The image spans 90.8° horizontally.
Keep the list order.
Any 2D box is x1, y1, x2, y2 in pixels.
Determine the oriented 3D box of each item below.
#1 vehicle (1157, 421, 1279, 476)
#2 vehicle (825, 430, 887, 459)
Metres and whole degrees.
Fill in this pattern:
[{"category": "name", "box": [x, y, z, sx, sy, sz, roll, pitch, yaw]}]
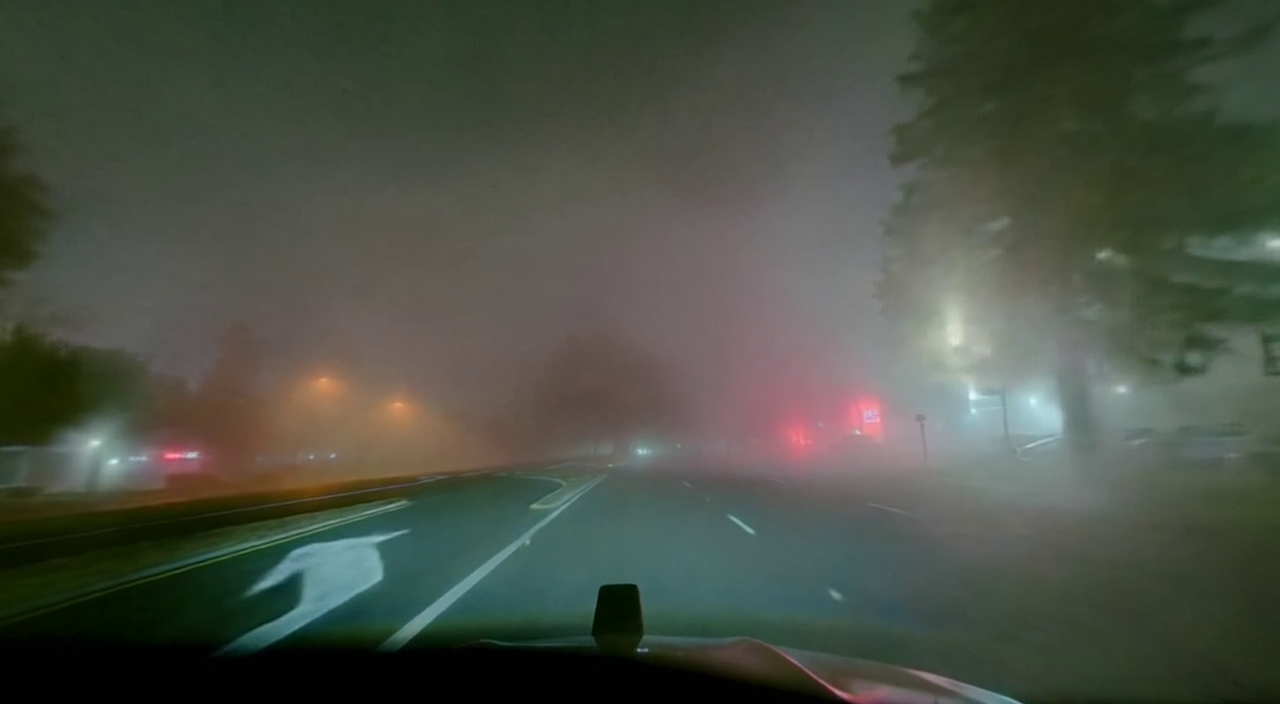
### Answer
[{"category": "vehicle", "box": [19.870, 3.128, 20.525, 4.145, 1.675, 2.206, 0, -9, -1]}, {"category": "vehicle", "box": [15.088, 6.507, 44.468, 2.195, 1.926, 5.466, 0, -9, -3]}]
